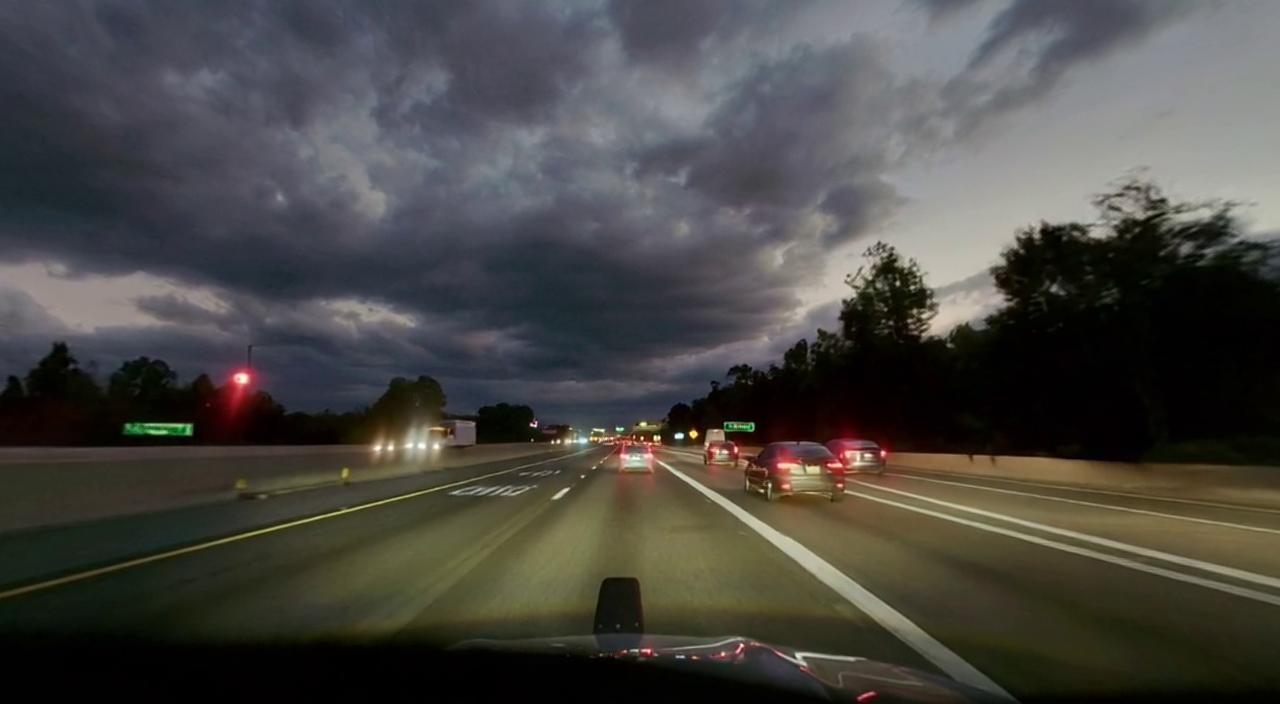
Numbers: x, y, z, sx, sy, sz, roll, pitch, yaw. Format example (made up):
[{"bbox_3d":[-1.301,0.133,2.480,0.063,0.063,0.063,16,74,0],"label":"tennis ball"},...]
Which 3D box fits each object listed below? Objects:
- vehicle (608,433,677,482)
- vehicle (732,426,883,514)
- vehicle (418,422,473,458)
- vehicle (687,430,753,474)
[{"bbox_3d":[0.014,3.509,21.230,2.098,1.475,3.997,0,-8,-2],"label":"vehicle"},{"bbox_3d":[3.250,2.373,13.190,1.856,1.517,4.198,0,-9,-2],"label":"vehicle"},{"bbox_3d":[-14.566,6.659,47.626,2.378,2.458,5.830,0,-8,-1],"label":"vehicle"},{"bbox_3d":[3.223,4.146,26.343,1.997,1.663,4.169,0,-8,-3],"label":"vehicle"}]
